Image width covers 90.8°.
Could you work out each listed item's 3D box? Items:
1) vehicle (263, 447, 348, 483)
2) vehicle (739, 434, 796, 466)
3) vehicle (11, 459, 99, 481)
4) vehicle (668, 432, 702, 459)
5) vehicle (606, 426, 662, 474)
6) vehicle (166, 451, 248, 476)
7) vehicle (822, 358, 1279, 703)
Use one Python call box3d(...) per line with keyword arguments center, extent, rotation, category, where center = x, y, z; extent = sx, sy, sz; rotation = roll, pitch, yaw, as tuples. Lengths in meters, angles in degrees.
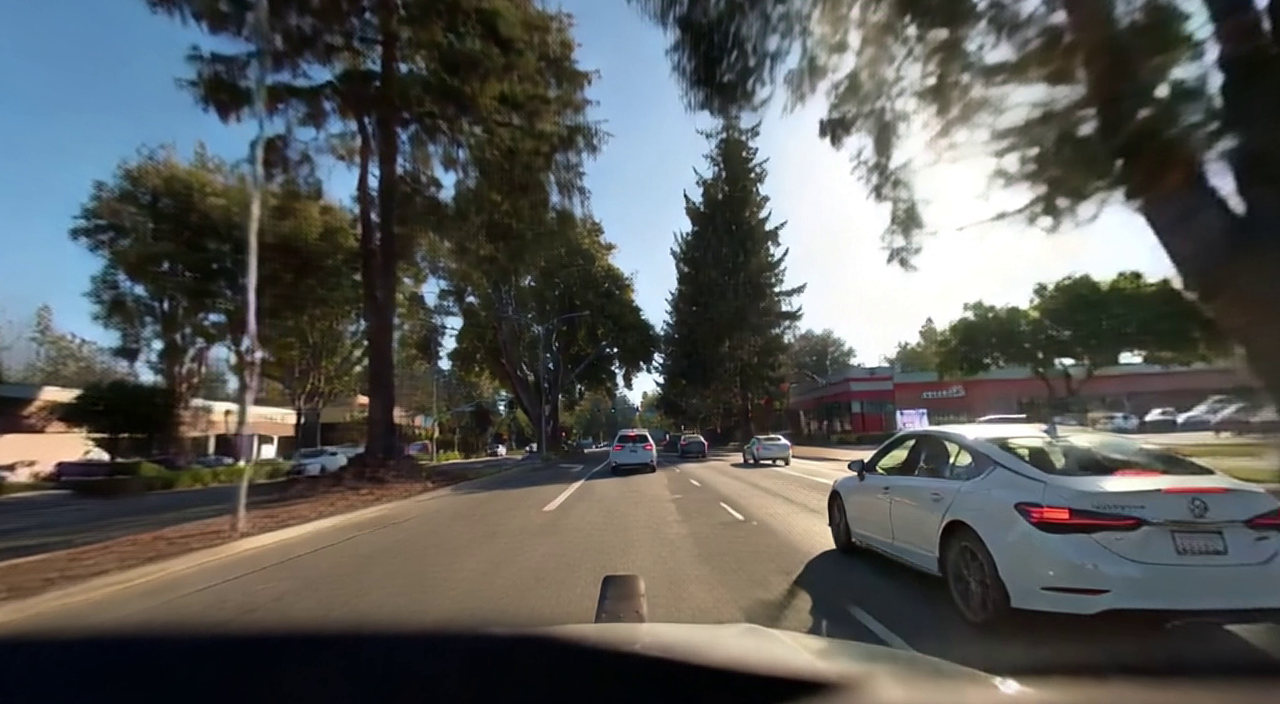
box3d(center=(-17.184, 5.793, 32.735), extent=(1.984, 1.492, 4.677), rotation=(-5, -8, -1), category="vehicle")
box3d(center=(6.334, 4.922, 31.870), extent=(1.883, 1.452, 4.258), rotation=(0, -8, -1), category="vehicle")
box3d(center=(-42.957, 8.653, 46.437), extent=(4.559, 1.441, 1.815), rotation=(0, -8, -1), category="vehicle")
box3d(center=(3.091, 6.531, 44.303), extent=(2.000, 1.745, 4.206), rotation=(0, -8, -2), category="vehicle")
box3d(center=(-0.244, 4.012, 26.024), extent=(2.106, 1.798, 4.168), rotation=(0, -8, -1), category="vehicle")
box3d(center=(-30.341, 7.797, 44.345), extent=(4.228, 1.680, 2.024), rotation=(0, -8, 0), category="vehicle")
box3d(center=(3.242, 1.168, 5.064), extent=(2.153, 1.658, 4.485), rotation=(0, -8, -1), category="vehicle")
